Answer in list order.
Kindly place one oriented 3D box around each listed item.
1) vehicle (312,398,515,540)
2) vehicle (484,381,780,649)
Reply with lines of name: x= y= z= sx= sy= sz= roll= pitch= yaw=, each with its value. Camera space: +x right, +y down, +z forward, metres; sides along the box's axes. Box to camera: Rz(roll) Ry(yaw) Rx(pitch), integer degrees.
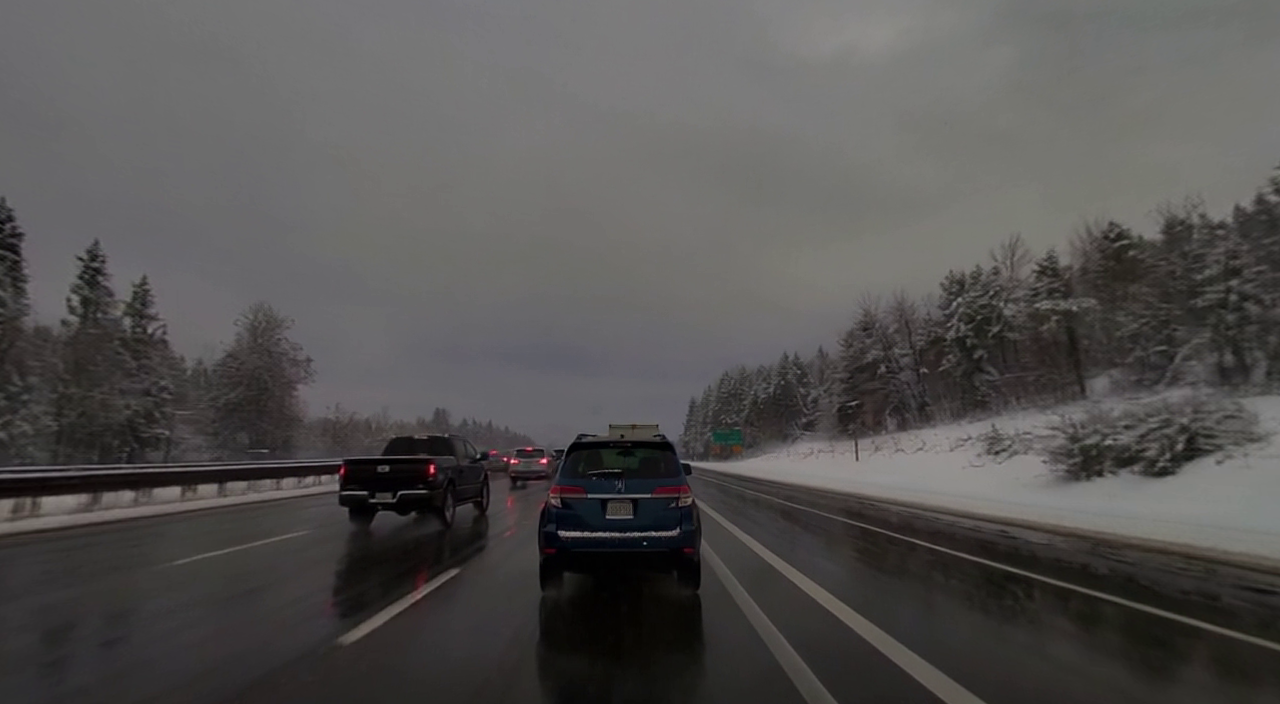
vehicle: x=-3.943 y=2.165 z=12.111 sx=2.055 sy=2.144 sz=4.782 roll=-1 pitch=-9 yaw=0
vehicle: x=-0.090 y=1.360 z=6.063 sx=1.995 sy=1.798 sz=3.380 roll=0 pitch=-9 yaw=-1
